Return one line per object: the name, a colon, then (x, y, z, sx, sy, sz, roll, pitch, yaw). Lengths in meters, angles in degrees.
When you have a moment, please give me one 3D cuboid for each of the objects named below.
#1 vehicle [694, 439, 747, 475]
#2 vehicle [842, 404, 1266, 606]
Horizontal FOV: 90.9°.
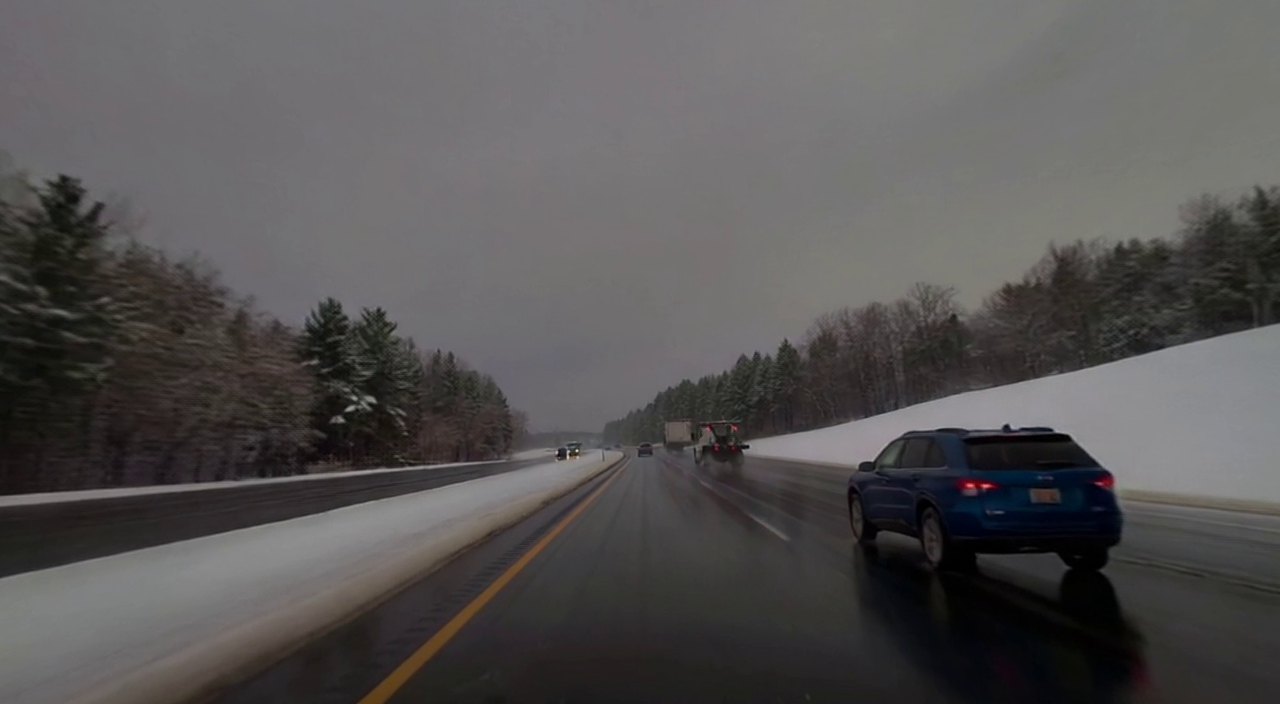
vehicle: (3.956, 5.223, 31.557, 2.022, 1.658, 4.132, 0, -9, -1)
vehicle: (3.987, 1.541, 7.135, 2.005, 1.604, 4.002, 0, -9, -1)
